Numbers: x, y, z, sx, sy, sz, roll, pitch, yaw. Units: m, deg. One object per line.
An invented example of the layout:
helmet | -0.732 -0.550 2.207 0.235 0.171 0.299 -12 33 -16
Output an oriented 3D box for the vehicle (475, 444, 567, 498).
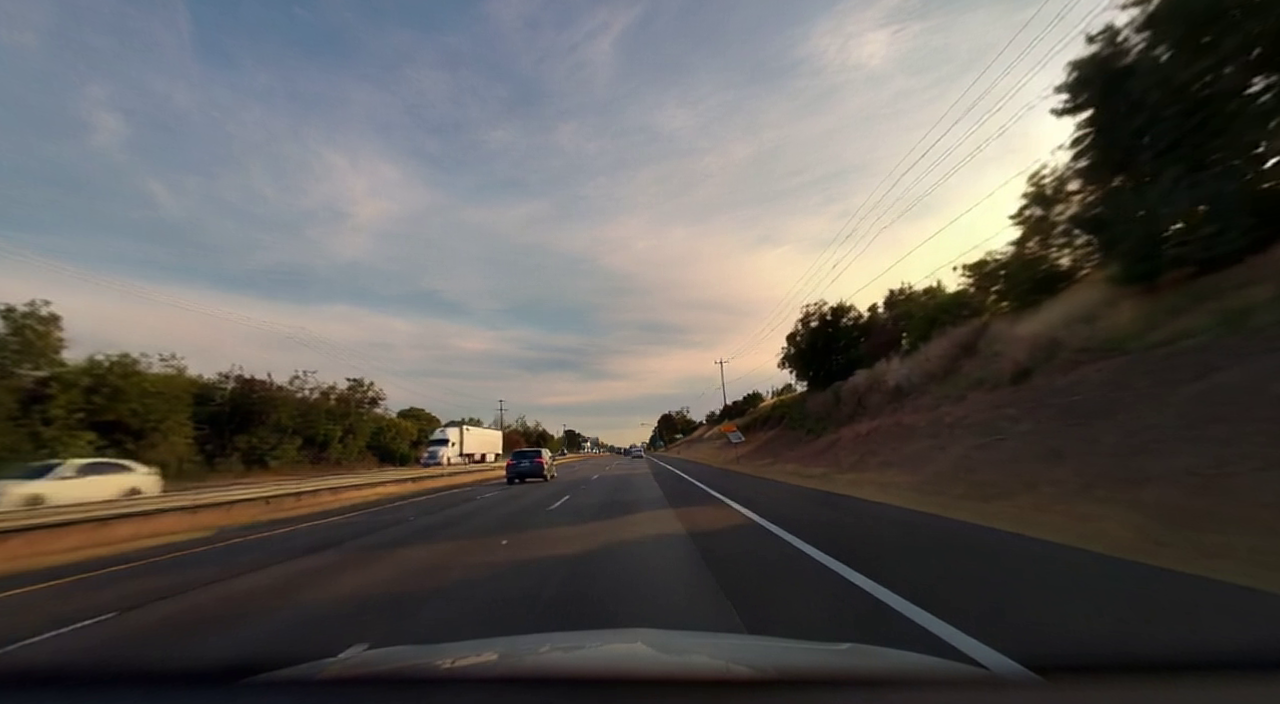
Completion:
vehicle | -3.704 3.805 20.399 2.123 1.545 4.404 0 -9 0

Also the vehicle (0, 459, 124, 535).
vehicle | -12.994 2.942 12.917 1.642 1.383 3.633 0 -9 -1
